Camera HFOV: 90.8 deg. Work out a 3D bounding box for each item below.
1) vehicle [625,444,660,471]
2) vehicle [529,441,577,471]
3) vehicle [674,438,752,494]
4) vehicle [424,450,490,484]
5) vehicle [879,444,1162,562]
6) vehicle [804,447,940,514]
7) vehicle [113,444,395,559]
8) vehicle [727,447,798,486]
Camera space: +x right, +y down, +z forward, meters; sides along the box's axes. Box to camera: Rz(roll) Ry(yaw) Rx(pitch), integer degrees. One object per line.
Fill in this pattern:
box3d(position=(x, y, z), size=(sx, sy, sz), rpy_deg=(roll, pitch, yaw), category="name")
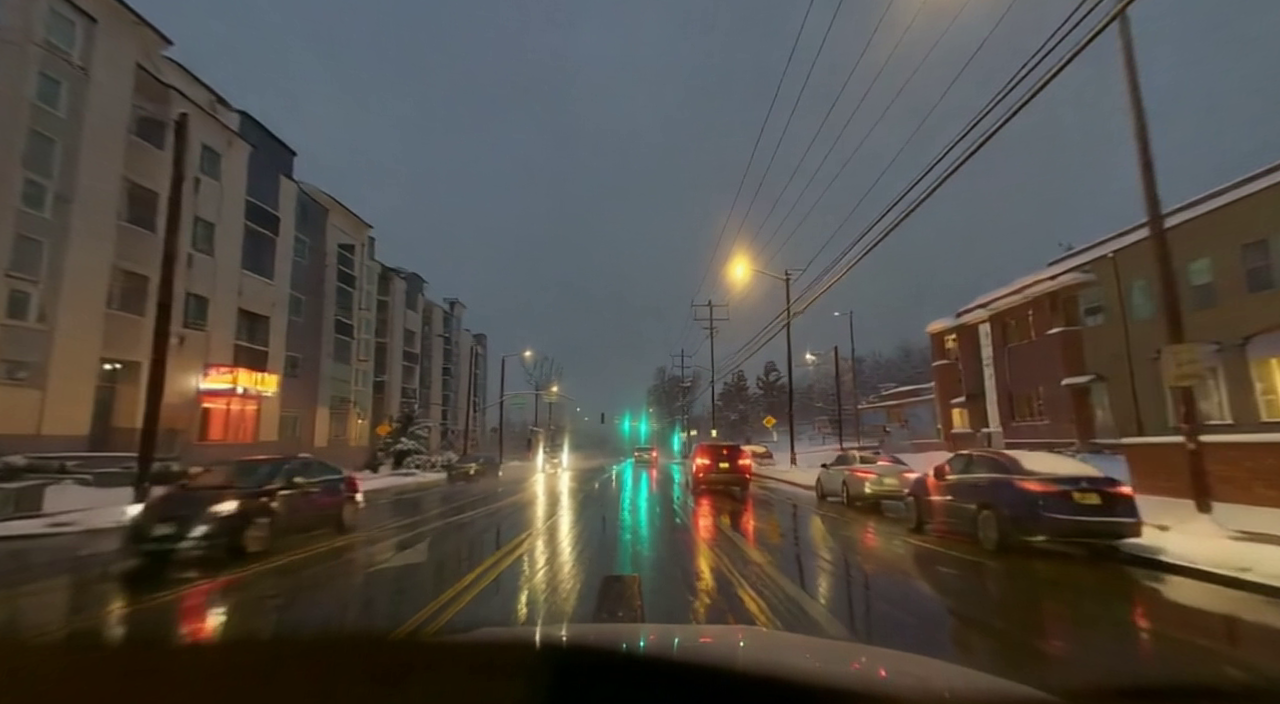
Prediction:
box3d(position=(0.210, 6.345, 38.203), size=(1.999, 1.487, 3.939), rpy_deg=(0, -8, 1), category="vehicle")
box3d(position=(-5.716, 6.952, 42.421), size=(2.241, 1.880, 5.665), rpy_deg=(-1, -8, 2), category="vehicle")
box3d(position=(2.289, 3.697, 20.933), size=(1.945, 1.647, 4.160), rpy_deg=(0, -8, -2), category="vehicle")
box3d(position=(-8.860, 5.584, 30.998), size=(1.840, 1.501, 4.563), rpy_deg=(0, -8, 1), category="vehicle")
box3d(position=(5.813, 2.300, 10.511), size=(1.914, 1.513, 4.474), rpy_deg=(0, -8, 0), category="vehicle")
box3d(position=(5.846, 3.262, 16.605), size=(1.841, 1.475, 4.518), rpy_deg=(0, -8, 0), category="vehicle")
box3d(position=(-5.983, 2.313, 10.583), size=(2.033, 1.495, 4.216), rpy_deg=(0, -8, 0), category="vehicle")
box3d(position=(5.155, 4.863, 27.176), size=(1.910, 1.477, 4.205), rpy_deg=(0, -8, -4), category="vehicle")
